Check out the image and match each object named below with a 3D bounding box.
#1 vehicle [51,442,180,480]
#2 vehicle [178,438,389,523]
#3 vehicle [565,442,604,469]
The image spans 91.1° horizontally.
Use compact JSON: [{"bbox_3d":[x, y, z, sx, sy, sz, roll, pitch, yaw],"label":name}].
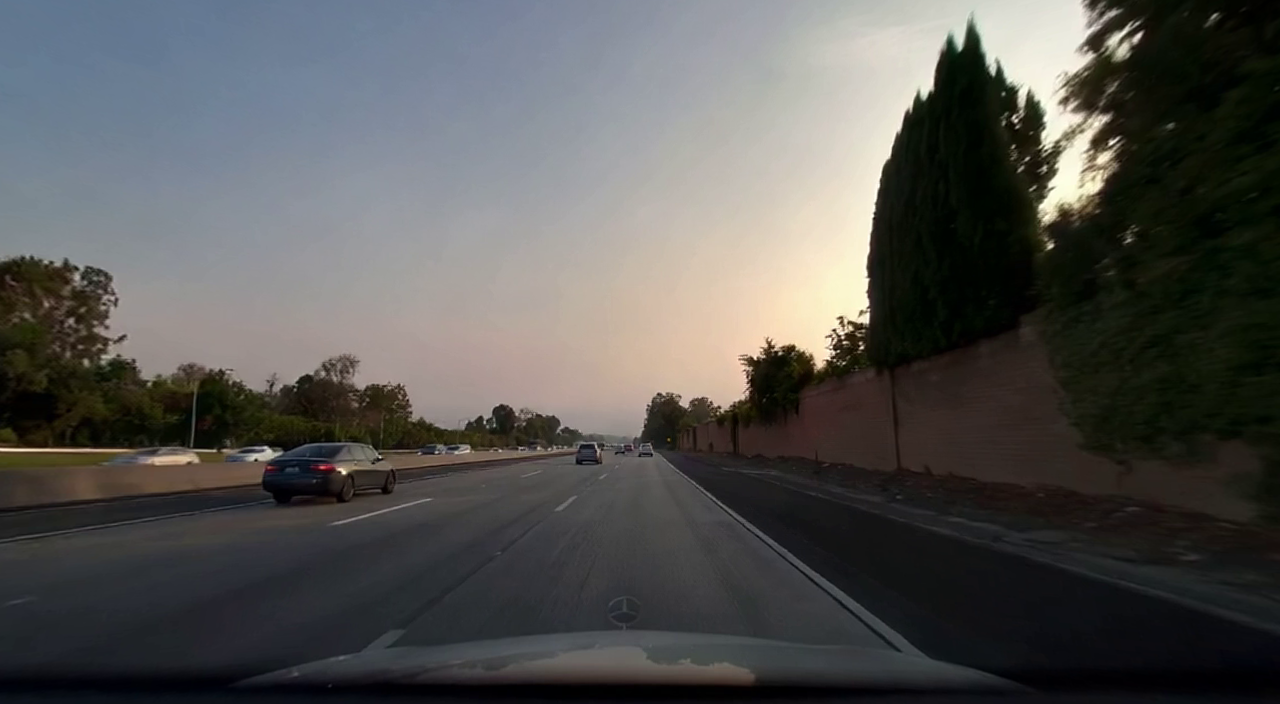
[{"bbox_3d":[-24.654,5.106,29.792,1.975,1.615,4.767,0,-8,1],"label":"vehicle"},{"bbox_3d":[-7.228,2.608,13.367,1.942,1.502,4.216,0,-8,1],"label":"vehicle"},{"bbox_3d":[-3.546,6.718,41.018,2.036,1.636,4.511,0,-8,1],"label":"vehicle"}]
